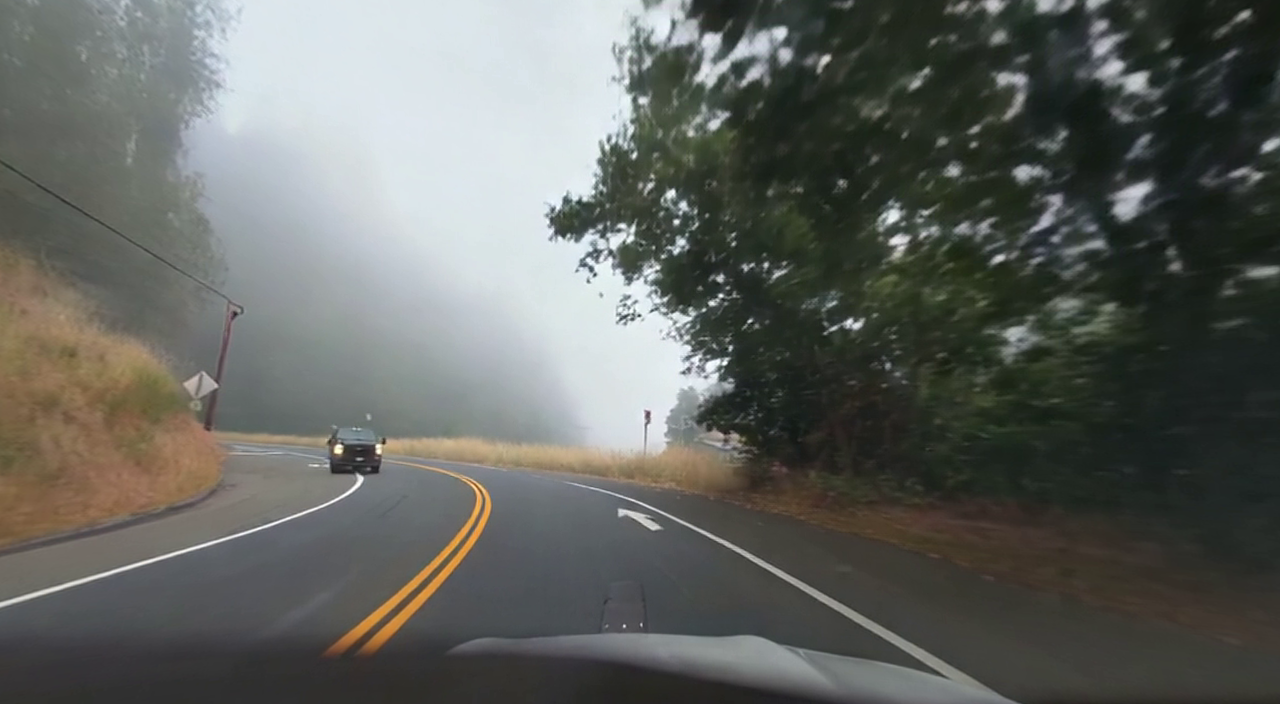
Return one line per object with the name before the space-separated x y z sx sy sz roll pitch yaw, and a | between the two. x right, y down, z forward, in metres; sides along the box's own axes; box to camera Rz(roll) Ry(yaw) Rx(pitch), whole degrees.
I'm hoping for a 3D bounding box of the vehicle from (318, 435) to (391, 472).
vehicle | -12.303 4.326 27.046 2.063 1.443 4.488 5 -10 -33
